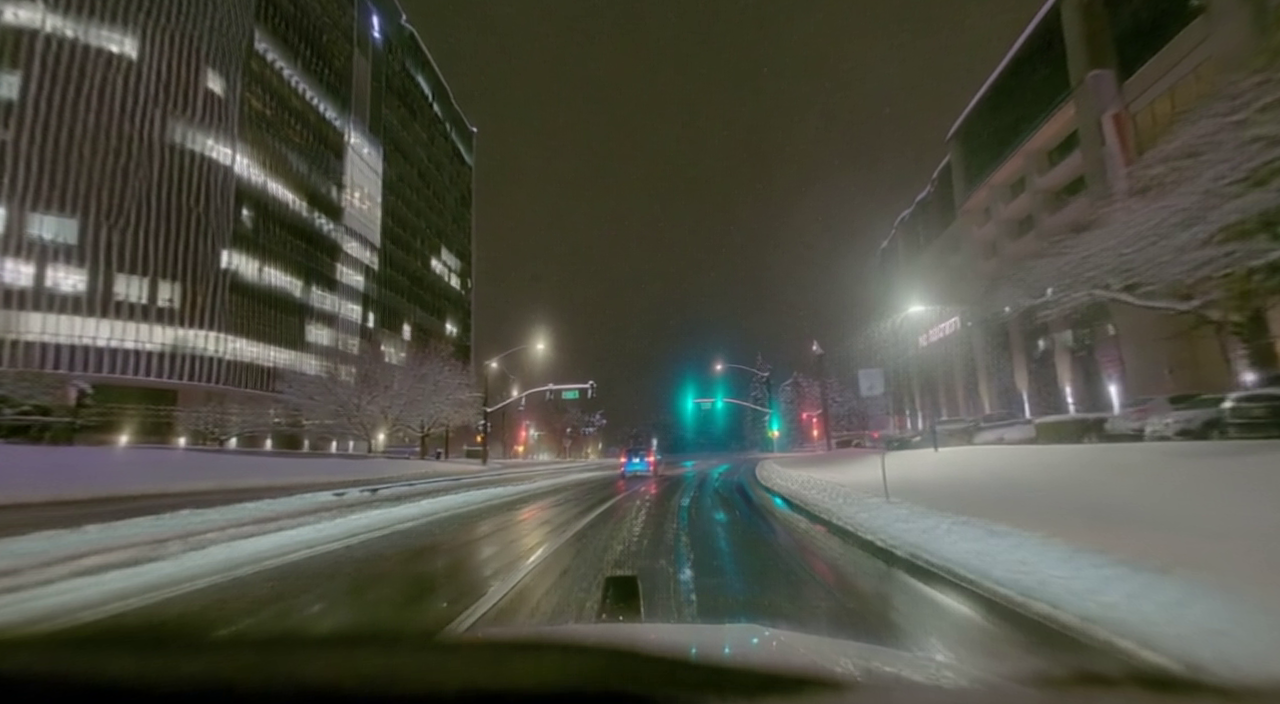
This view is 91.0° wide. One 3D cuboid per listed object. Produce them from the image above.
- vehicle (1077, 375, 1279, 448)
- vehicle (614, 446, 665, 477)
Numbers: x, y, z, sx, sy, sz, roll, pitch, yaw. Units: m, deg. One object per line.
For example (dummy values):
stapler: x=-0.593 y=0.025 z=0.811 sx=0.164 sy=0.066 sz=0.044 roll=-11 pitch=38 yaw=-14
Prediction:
vehicle: x=13.946 y=1.546 z=15.765 sx=4.372 sy=1.665 sz=1.988 roll=-1 pitch=-9 yaw=5
vehicle: x=0.038 y=5.717 z=33.057 sx=1.971 sy=1.486 sz=4.380 roll=-2 pitch=-9 yaw=9
